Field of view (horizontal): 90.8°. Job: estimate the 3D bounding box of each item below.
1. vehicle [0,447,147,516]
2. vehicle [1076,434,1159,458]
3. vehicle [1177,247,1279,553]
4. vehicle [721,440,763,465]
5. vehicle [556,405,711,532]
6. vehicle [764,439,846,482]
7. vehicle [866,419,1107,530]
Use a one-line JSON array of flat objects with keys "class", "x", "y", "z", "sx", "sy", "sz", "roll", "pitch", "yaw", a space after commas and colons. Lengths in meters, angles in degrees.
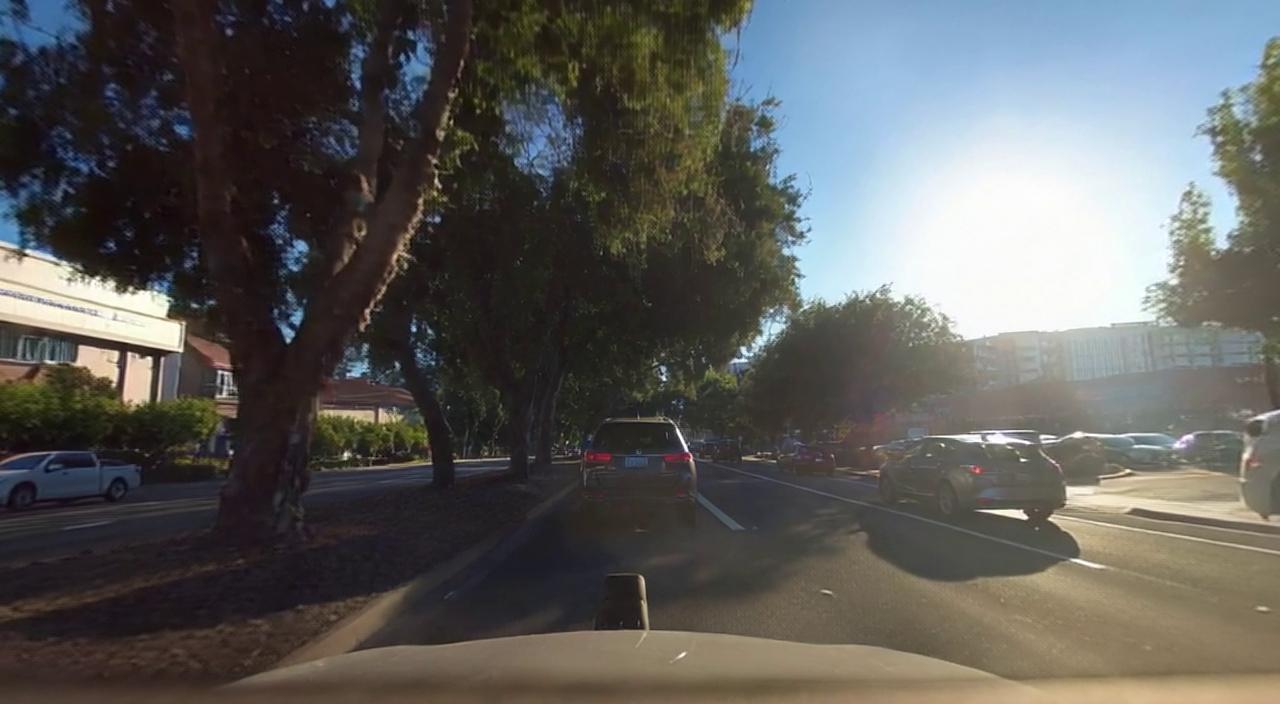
[{"class": "vehicle", "x": -19.255, "y": 4.057, "z": 20.445, "sx": 2.302, "sy": 1.939, "sz": 5.221, "roll": 0, "pitch": -9, "yaw": 1}, {"class": "vehicle", "x": 33.201, "y": 6.565, "z": 44.138, "sx": 1.959, "sy": 1.580, "sz": 4.873, "roll": 0, "pitch": -9, "yaw": 0}, {"class": "vehicle", "x": 10.001, "y": 0.203, "z": 5.500, "sx": 3.030, "sy": 4.019, "sz": 8.420, "roll": 0, "pitch": -9, "yaw": 0}, {"class": "vehicle", "x": 6.557, "y": 6.518, "z": 41.053, "sx": 1.914, "sy": 1.523, "sz": 4.287, "roll": 0, "pitch": -9, "yaw": -2}, {"class": "vehicle", "x": -0.121, "y": 2.064, "z": 11.640, "sx": 2.320, "sy": 1.880, "sz": 4.192, "roll": 0, "pitch": -9, "yaw": -1}, {"class": "vehicle", "x": 6.455, "y": 4.289, "z": 25.209, "sx": 2.035, "sy": 1.553, "sz": 4.465, "roll": 0, "pitch": -9, "yaw": 0}, {"class": "vehicle", "x": 6.223, "y": 2.248, "z": 12.138, "sx": 2.056, "sy": 1.703, "sz": 4.428, "roll": 0, "pitch": -9, "yaw": 0}]
